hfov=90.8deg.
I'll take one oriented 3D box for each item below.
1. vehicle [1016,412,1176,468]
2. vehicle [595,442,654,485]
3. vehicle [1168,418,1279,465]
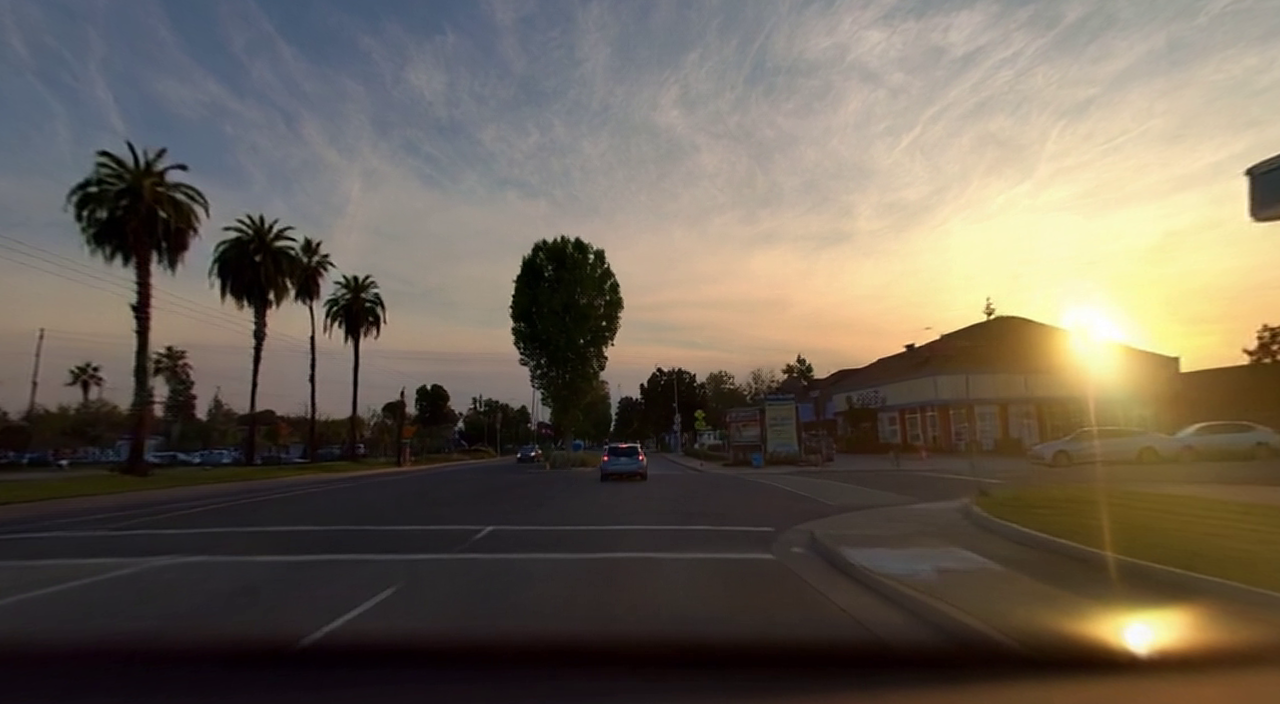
[{"bbox_3d":[18.565,3.634,25.934,4.747,2.178,2.336,1,-9,-3],"label":"vehicle"},{"bbox_3d":[-0.568,4.215,24.189,2.076,1.486,4.119,0,-9,-1],"label":"vehicle"},{"bbox_3d":[24.699,3.709,26.129,4.025,1.827,1.852,0,-9,-2],"label":"vehicle"}]
